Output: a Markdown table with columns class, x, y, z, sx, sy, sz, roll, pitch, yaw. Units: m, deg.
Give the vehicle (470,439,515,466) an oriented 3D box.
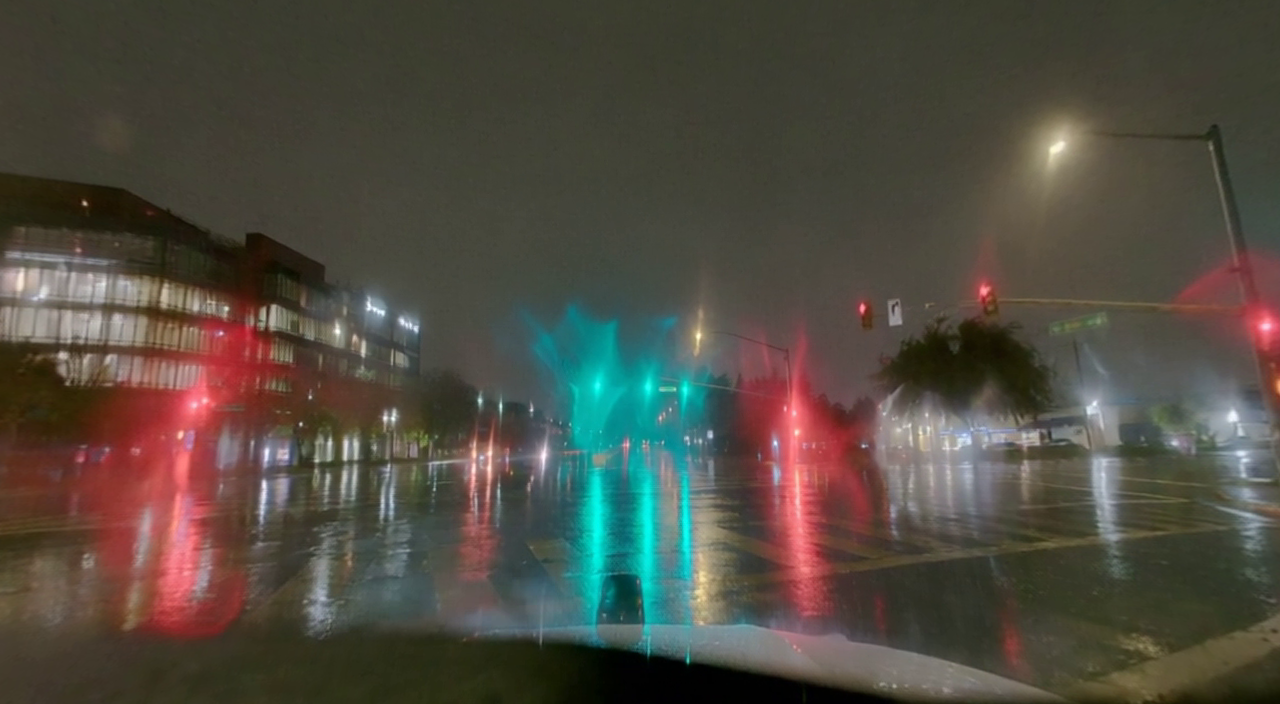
| class | x | y | z | sx | sy | sz | roll | pitch | yaw |
| --- | --- | --- | --- | --- | --- | --- | --- | --- | --- |
| vehicle | -9.732 | 6.669 | 42.007 | 1.988 | 1.692 | 4.412 | 0 | -8 | 0 |
